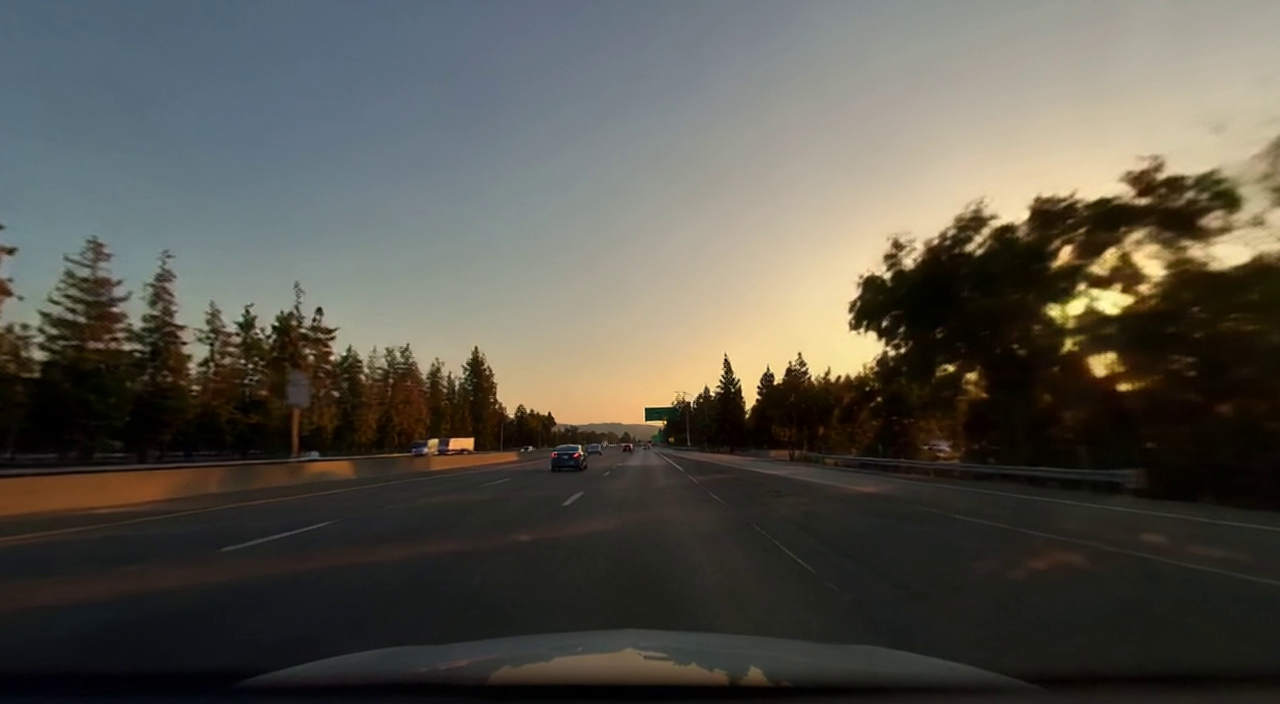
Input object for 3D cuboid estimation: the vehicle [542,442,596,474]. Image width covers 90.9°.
[{"bbox_3d":[-3.445,5.224,31.353,2.128,1.450,4.078,-1,-9,1],"label":"vehicle"}]
